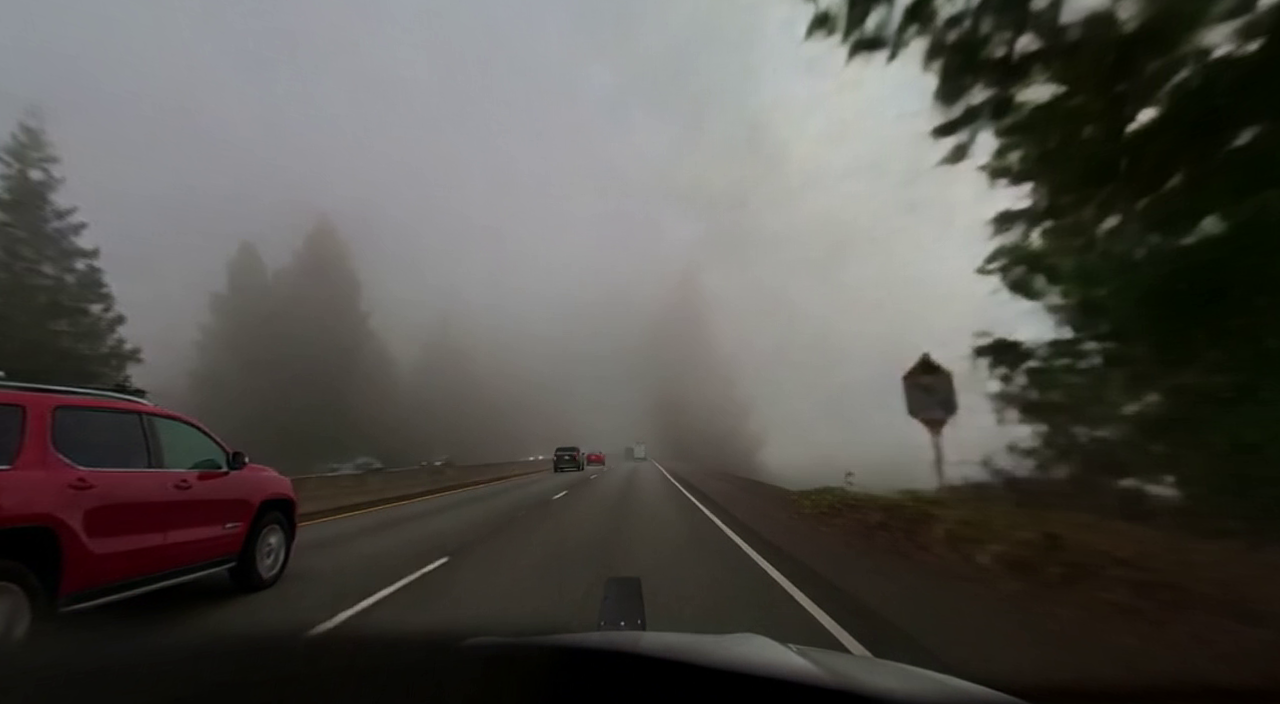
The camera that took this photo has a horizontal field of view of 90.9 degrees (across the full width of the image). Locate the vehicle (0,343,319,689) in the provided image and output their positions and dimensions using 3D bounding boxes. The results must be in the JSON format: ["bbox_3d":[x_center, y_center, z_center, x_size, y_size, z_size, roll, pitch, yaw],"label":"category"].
[{"bbox_3d":[-4.675,1.095,4.628,2.102,1.941,4.703,0,-9,0],"label":"vehicle"}]

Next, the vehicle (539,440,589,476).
[{"bbox_3d":[-3.973,5.653,33.777,2.056,1.811,4.202,-1,-9,1],"label":"vehicle"}]

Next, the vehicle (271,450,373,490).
[{"bbox_3d":[-13.096,4.861,26.305,1.822,1.481,4.657,0,-9,0],"label":"vehicle"}]
